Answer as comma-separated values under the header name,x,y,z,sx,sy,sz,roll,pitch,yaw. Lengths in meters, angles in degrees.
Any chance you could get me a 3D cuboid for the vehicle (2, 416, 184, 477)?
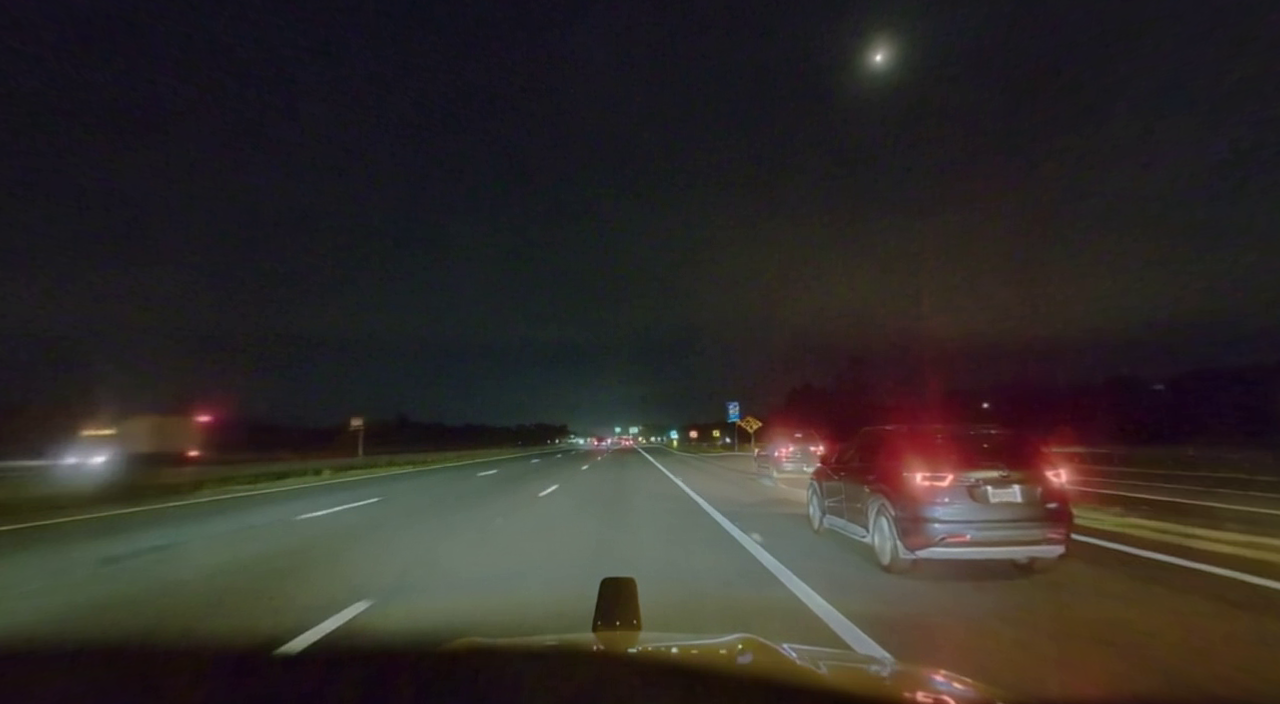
name,x,y,z,sx,sy,sz,roll,pitch,yaw
vehicle,-25.742,4.482,30.178,2.329,2.580,7.176,0,-8,-1
